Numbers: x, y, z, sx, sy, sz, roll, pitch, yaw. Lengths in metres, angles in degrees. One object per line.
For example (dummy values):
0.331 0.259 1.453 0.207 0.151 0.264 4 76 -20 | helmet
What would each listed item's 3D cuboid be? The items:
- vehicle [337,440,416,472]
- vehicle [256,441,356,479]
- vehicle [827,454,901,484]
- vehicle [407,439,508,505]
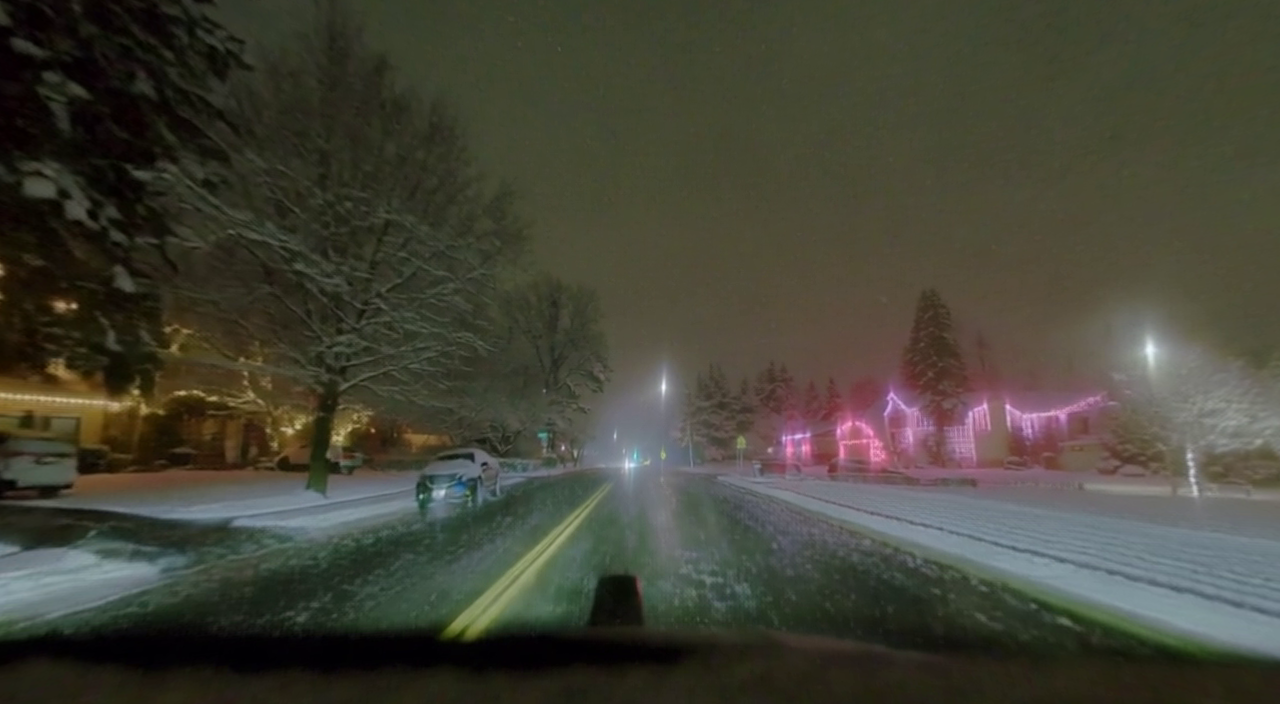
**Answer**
-17.460 6.895 41.775 4.918 1.918 2.002 -7 -11 25 | vehicle
-17.091 5.528 32.309 4.742 1.495 1.963 -9 -11 23 | vehicle
14.591 7.547 41.105 4.231 1.493 1.941 0 -8 32 | vehicle
-5.856 4.022 20.819 1.924 1.765 4.542 -5 -13 0 | vehicle
